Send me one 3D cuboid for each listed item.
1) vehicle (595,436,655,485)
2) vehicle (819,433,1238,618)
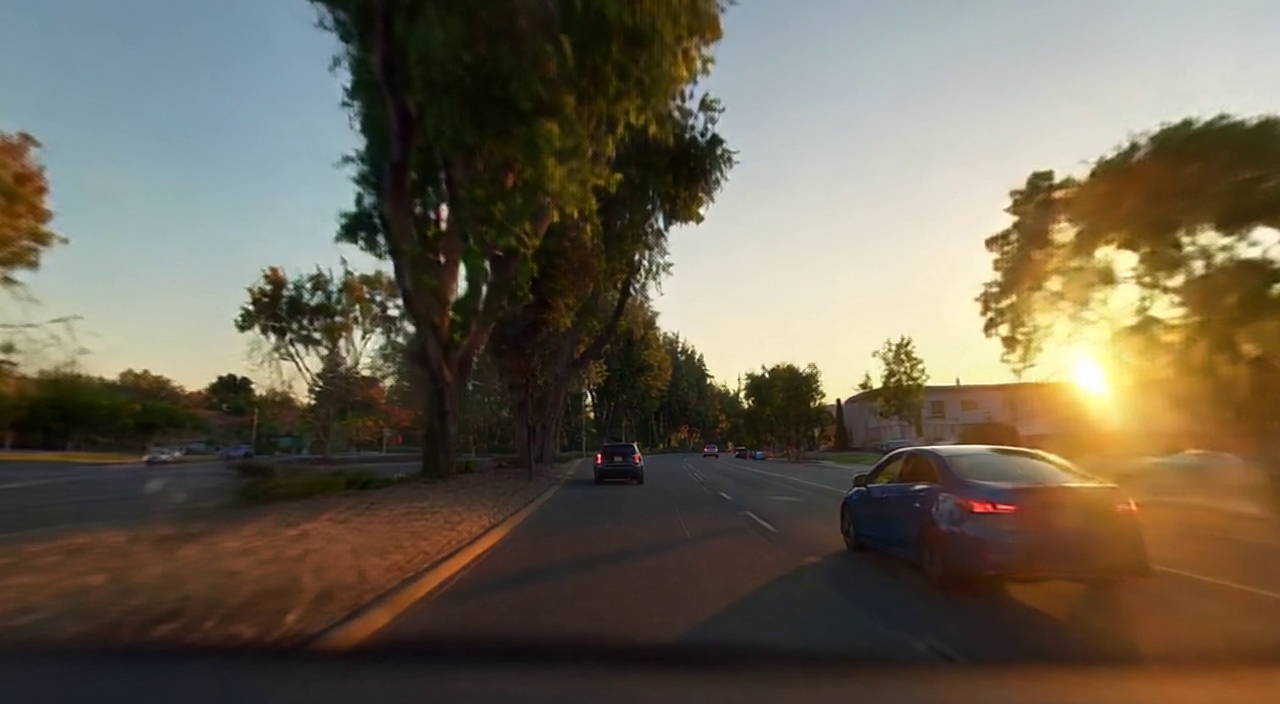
[{"bbox_3d":[-0.625,4.132,24.353,2.085,1.693,4.301,0,-8,-3],"label":"vehicle"},{"bbox_3d":[3.666,1.683,7.173,1.918,1.418,4.360,0,-8,-1],"label":"vehicle"}]
